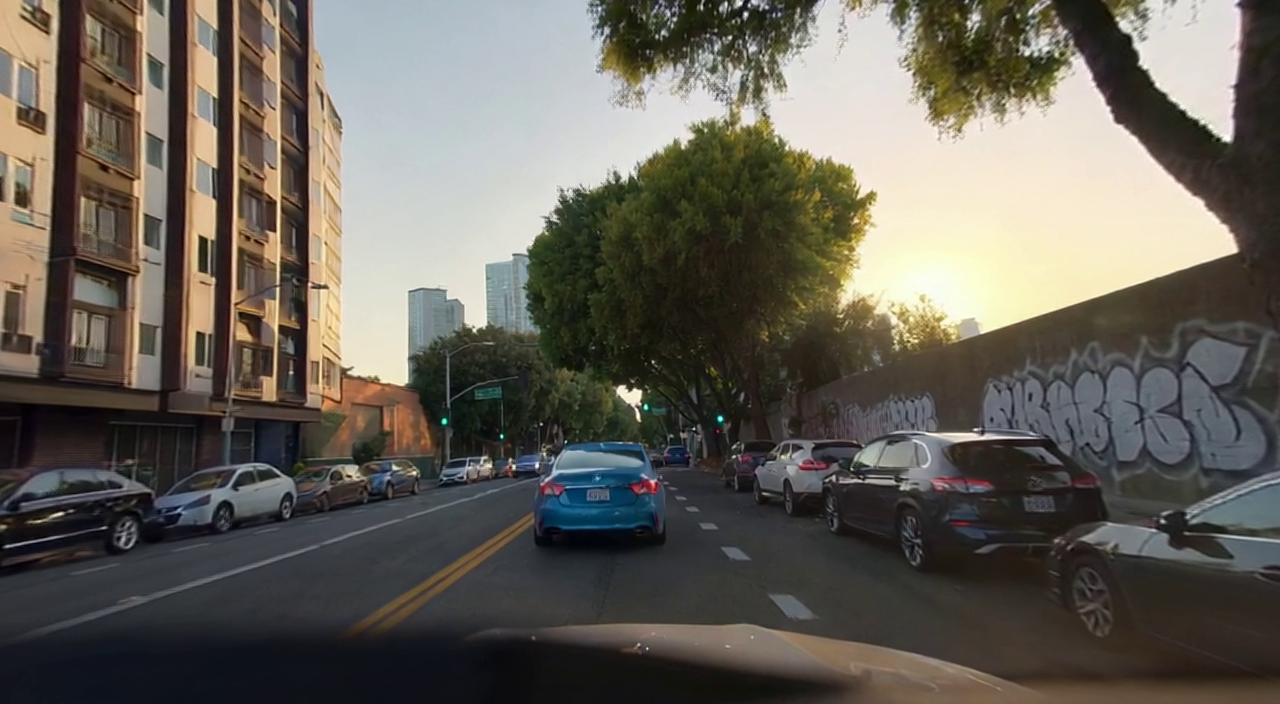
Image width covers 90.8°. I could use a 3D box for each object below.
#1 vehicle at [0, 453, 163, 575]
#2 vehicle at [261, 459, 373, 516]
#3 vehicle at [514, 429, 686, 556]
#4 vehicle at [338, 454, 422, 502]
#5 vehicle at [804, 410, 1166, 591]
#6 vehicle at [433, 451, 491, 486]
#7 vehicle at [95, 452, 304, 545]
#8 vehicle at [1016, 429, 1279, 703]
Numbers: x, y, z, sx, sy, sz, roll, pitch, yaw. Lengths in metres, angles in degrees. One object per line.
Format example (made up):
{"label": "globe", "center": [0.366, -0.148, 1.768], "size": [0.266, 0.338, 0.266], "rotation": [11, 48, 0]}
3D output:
{"label": "vehicle", "center": [-10.824, 2.738, 10.690], "size": [1.988, 1.781, 4.827], "rotation": [-5, -8, -3]}
{"label": "vehicle", "center": [-11.013, 4.602, 21.888], "size": [1.741, 1.506, 4.370], "rotation": [-4, -8, -2]}
{"label": "vehicle", "center": [-0.521, 2.096, 10.203], "size": [2.166, 1.579, 4.300], "rotation": [0, -8, 0]}
{"label": "vehicle", "center": [-11.058, 5.340, 27.178], "size": [1.822, 1.639, 4.144], "rotation": [-7, -8, 0]}
{"label": "vehicle", "center": [4.194, 1.879, 9.078], "size": [2.097, 1.811, 5.230], "rotation": [0, -8, -2]}
{"label": "vehicle", "center": [-10.930, 7.147, 39.199], "size": [2.199, 1.717, 4.888], "rotation": [-6, -8, -2]}
{"label": "vehicle", "center": [-10.942, 3.588, 16.211], "size": [2.276, 1.741, 4.439], "rotation": [-6, -8, -1]}
{"label": "vehicle", "center": [4.195, 1.179, 3.064], "size": [1.955, 1.535, 4.266], "rotation": [2, -8, -3]}
